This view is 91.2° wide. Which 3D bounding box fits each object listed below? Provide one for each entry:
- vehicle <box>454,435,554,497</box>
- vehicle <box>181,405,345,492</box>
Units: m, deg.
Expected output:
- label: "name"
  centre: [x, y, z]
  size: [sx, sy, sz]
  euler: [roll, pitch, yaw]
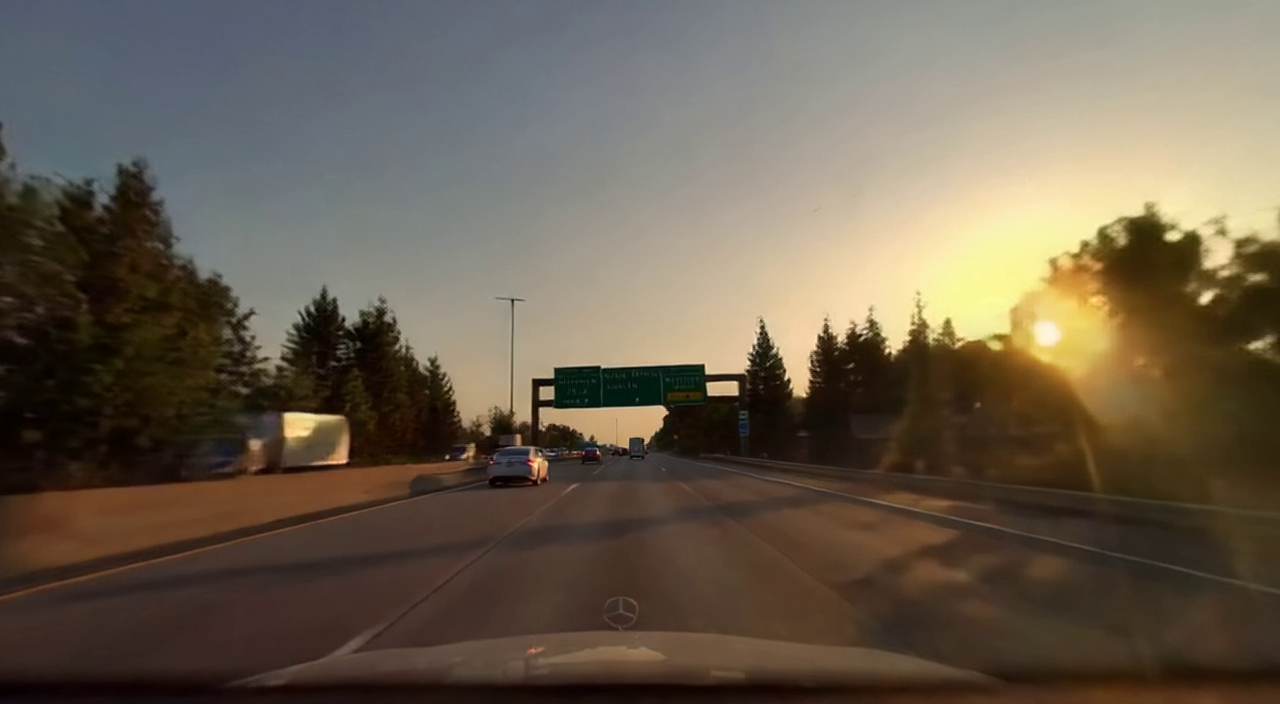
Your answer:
- label: "vehicle"
  centre: [-4.071, 3.498, 19.575]
  size: [2.151, 1.693, 4.201]
  euler: [-1, -9, 0]
- label: "vehicle"
  centre: [-16.970, 4.457, 29.042]
  size: [2.911, 3.421, 7.463]
  euler: [0, -9, 0]
